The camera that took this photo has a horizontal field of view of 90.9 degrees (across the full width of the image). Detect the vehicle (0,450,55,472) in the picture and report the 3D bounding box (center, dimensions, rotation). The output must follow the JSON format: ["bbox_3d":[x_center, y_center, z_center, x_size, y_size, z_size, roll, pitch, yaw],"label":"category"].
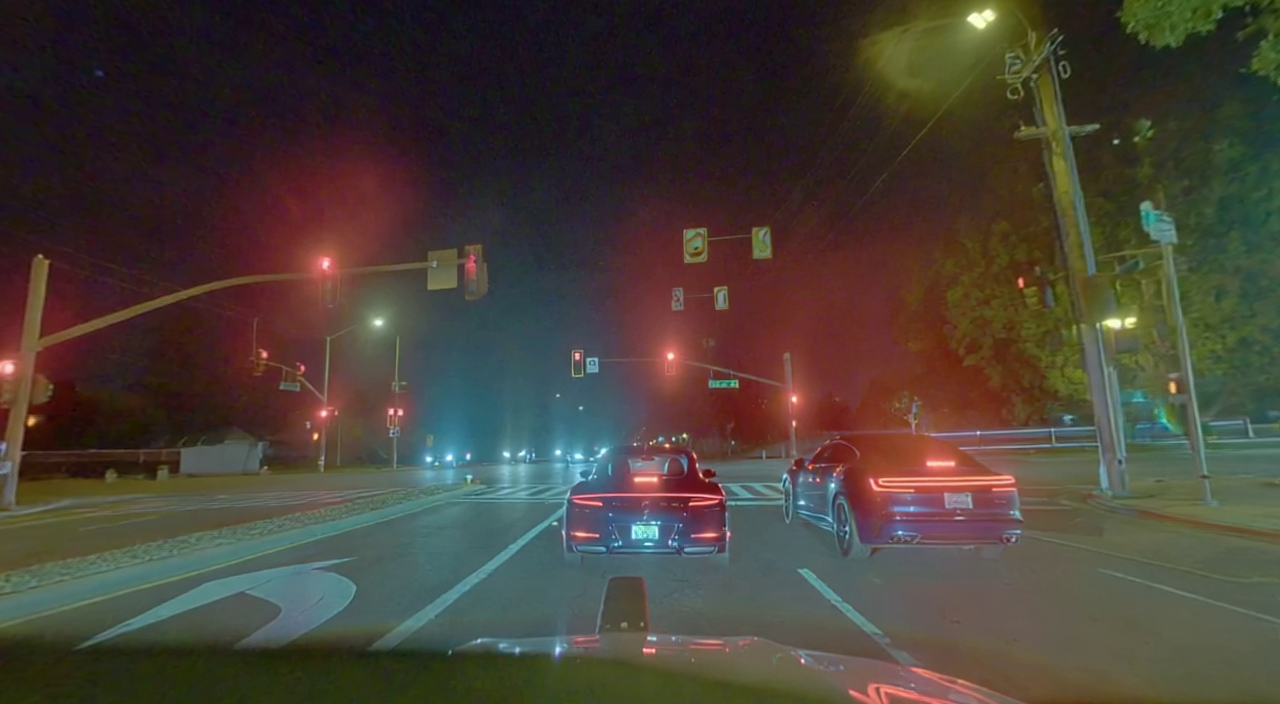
[{"bbox_3d":[-46.149,7.969,46.173,4.545,1.558,1.833,0,-8,-3],"label":"vehicle"}]

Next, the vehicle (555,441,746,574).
[{"bbox_3d":[0.123,1.875,8.396,1.945,1.343,3.827,0,-8,1],"label":"vehicle"}]

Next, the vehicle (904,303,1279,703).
[{"bbox_3d":[3.111,0.809,2.528,2.143,1.759,4.531,0,-8,0],"label":"vehicle"}]

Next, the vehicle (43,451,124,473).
[{"bbox_3d":[-41.293,8.159,46.806,4.195,1.533,1.752,0,-8,-3],"label":"vehicle"}]

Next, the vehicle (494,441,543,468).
[{"bbox_3d":[-7.897,6.672,41.320,2.091,1.651,4.870,-1,-8,2],"label":"vehicle"}]

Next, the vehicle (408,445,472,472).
[{"bbox_3d":[-11.574,6.160,36.818,2.053,1.436,4.494,-1,-8,3],"label":"vehicle"}]
